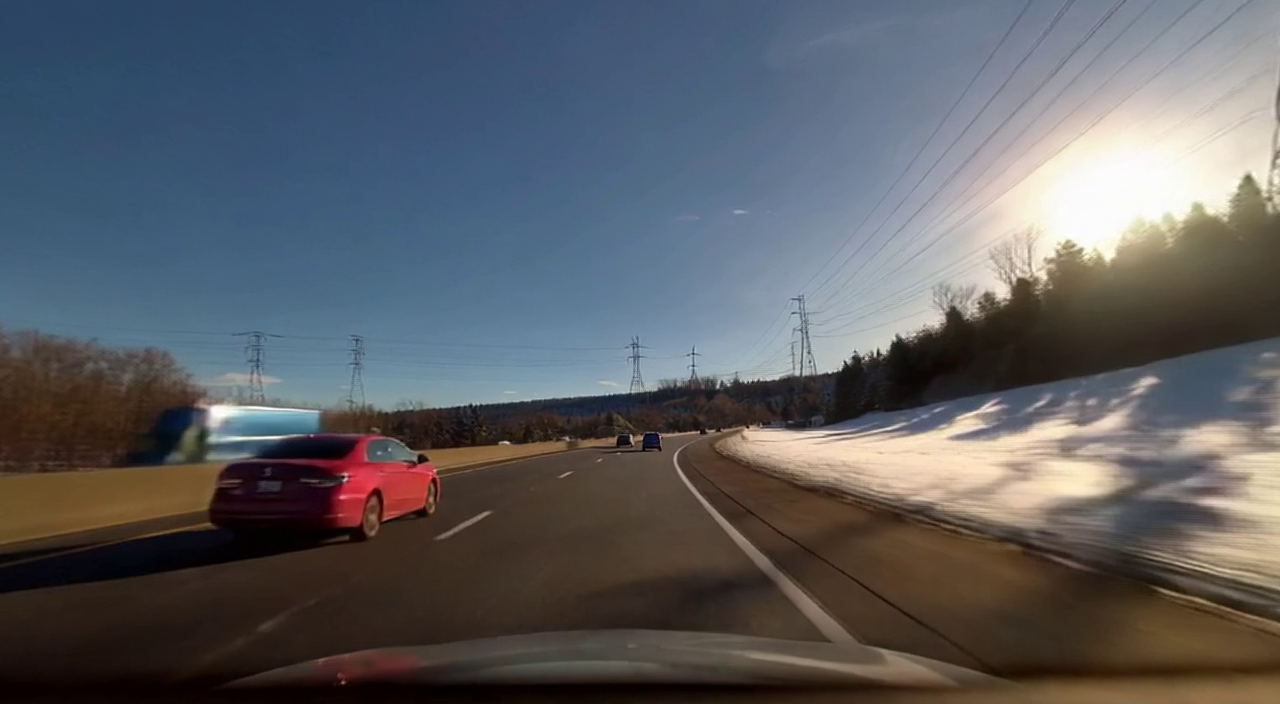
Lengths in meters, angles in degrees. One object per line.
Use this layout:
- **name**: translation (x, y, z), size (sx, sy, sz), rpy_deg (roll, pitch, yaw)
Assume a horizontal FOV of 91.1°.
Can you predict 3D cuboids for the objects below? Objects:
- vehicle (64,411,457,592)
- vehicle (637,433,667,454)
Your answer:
- **vehicle**: translation (-3.850, 1.555, 7.510), size (2.030, 1.522, 4.250), rpy_deg (0, -8, 0)
- **vehicle**: translation (0.943, 6.893, 47.631), size (2.077, 1.523, 4.206), rpy_deg (0, -8, 3)
